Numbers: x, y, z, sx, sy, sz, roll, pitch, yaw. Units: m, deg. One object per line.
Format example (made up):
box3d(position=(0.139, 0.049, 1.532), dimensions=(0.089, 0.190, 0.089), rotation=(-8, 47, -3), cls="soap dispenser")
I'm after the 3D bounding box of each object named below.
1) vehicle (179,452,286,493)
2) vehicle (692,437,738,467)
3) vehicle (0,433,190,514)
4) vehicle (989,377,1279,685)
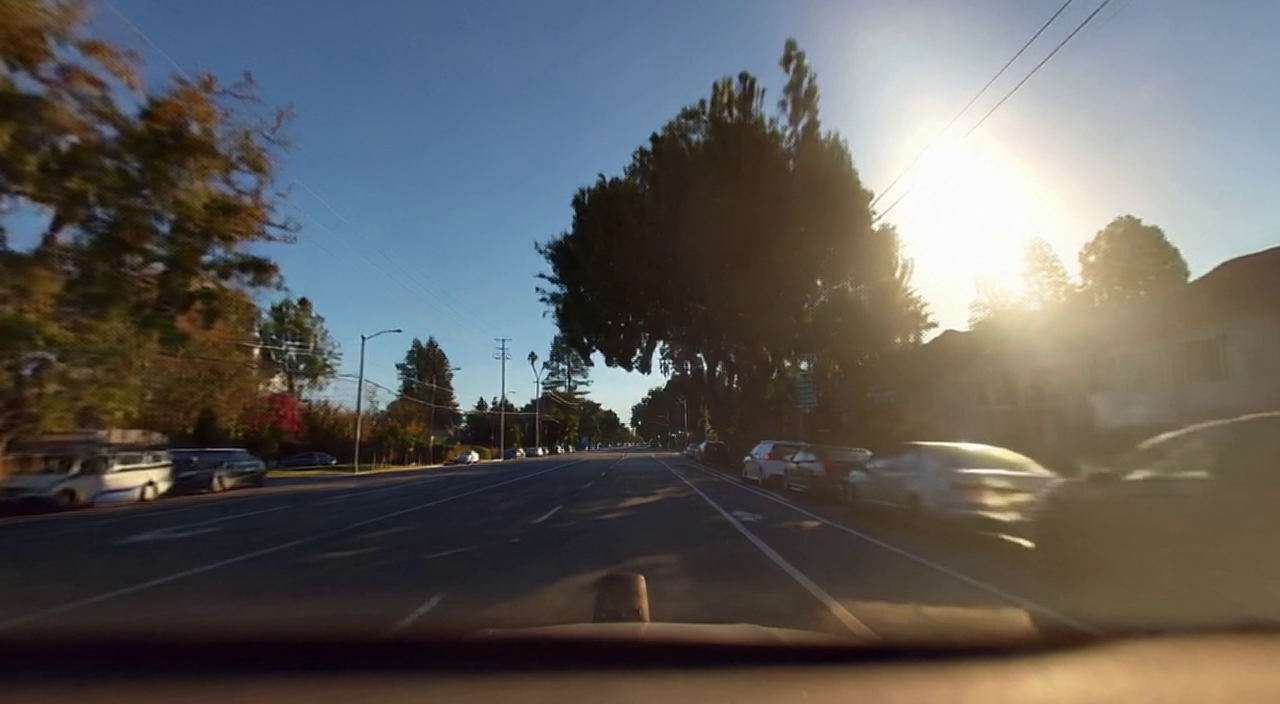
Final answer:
box3d(position=(-17.696, 5.210, 27.709), dimensions=(1.871, 1.596, 4.114), rotation=(0, -8, 2), cls="vehicle")
box3d(position=(4.548, 6.168, 39.043), dimensions=(2.154, 1.718, 4.980), rotation=(0, -8, -1), cls="vehicle")
box3d(position=(-17.750, 3.799, 20.410), dimensions=(2.360, 2.225, 5.385), rotation=(0, -8, 0), cls="vehicle")
box3d(position=(4.506, 1.075, 4.043), dimensions=(1.889, 1.697, 4.557), rotation=(0, -8, 0), cls="vehicle")
